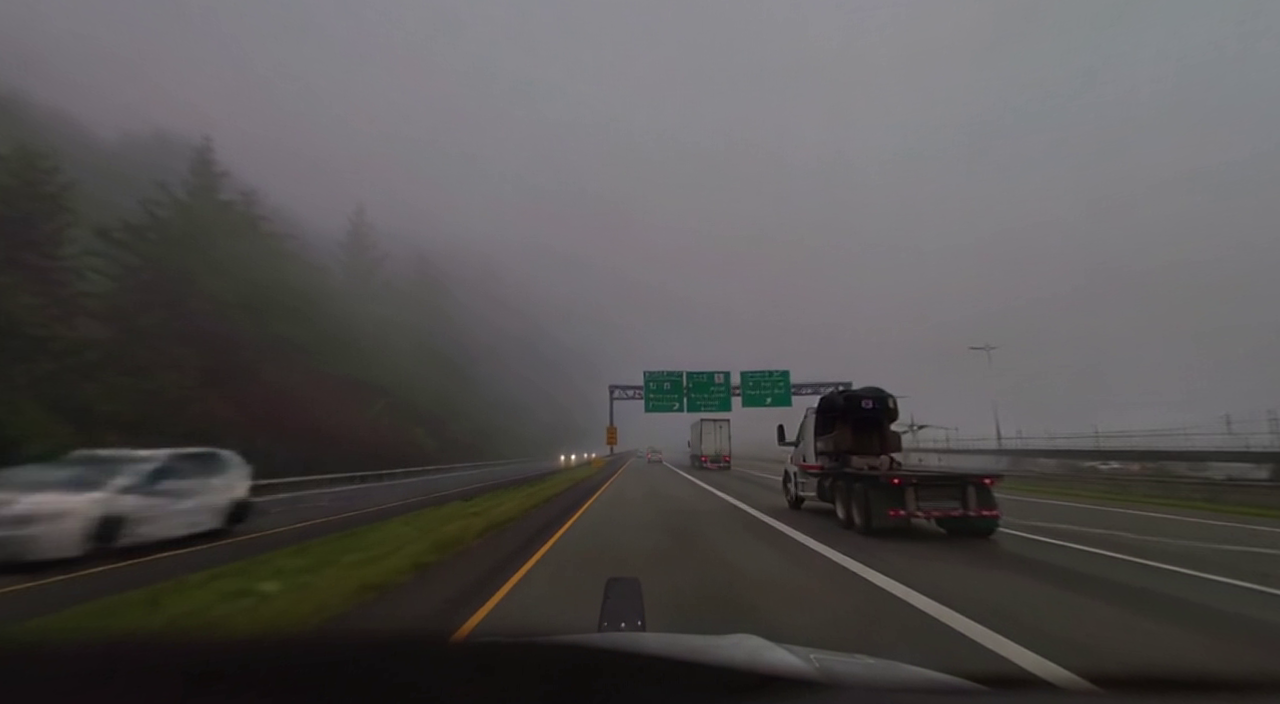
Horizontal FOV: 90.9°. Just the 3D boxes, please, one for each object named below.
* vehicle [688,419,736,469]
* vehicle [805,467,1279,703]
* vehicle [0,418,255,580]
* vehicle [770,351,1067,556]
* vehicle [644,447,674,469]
[{"bbox_3d":[5.094,6.702,45.804,2.743,3.367,7.306,0,-9,1],"label":"vehicle"},{"bbox_3d":[4.521,1.701,5.392,2.472,1.036,13.239,0,-9,-1],"label":"vehicle"},{"bbox_3d":[-8.971,2.226,10.195,2.174,1.978,5.226,-2,-9,0],"label":"vehicle"},{"bbox_3d":[4.407,1.816,11.633,2.569,2.783,5.984,0,-9,-1],"label":"vehicle"},{"bbox_3d":[1.347,7.730,46.024,2.049,1.500,3.790,0,-9,0],"label":"vehicle"}]
